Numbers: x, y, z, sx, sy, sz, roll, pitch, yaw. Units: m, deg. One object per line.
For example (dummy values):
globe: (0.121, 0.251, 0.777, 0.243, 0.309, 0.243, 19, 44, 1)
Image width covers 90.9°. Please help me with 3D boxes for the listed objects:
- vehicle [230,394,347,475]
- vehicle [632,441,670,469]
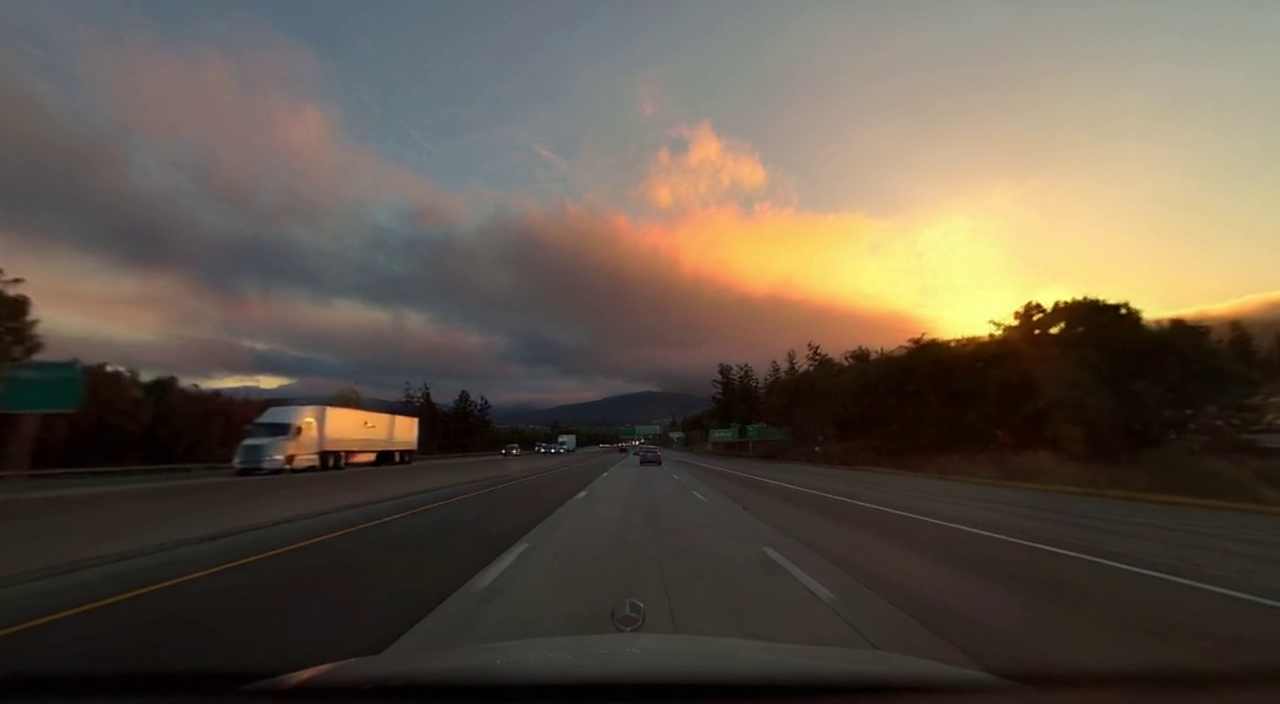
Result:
vehicle: (-19.506, 4.706, 35.504, 2.990, 4.168, 5.864, 0, -9, 1)
vehicle: (0.632, 6.412, 39.381, 2.231, 1.652, 4.503, 0, -9, -1)
